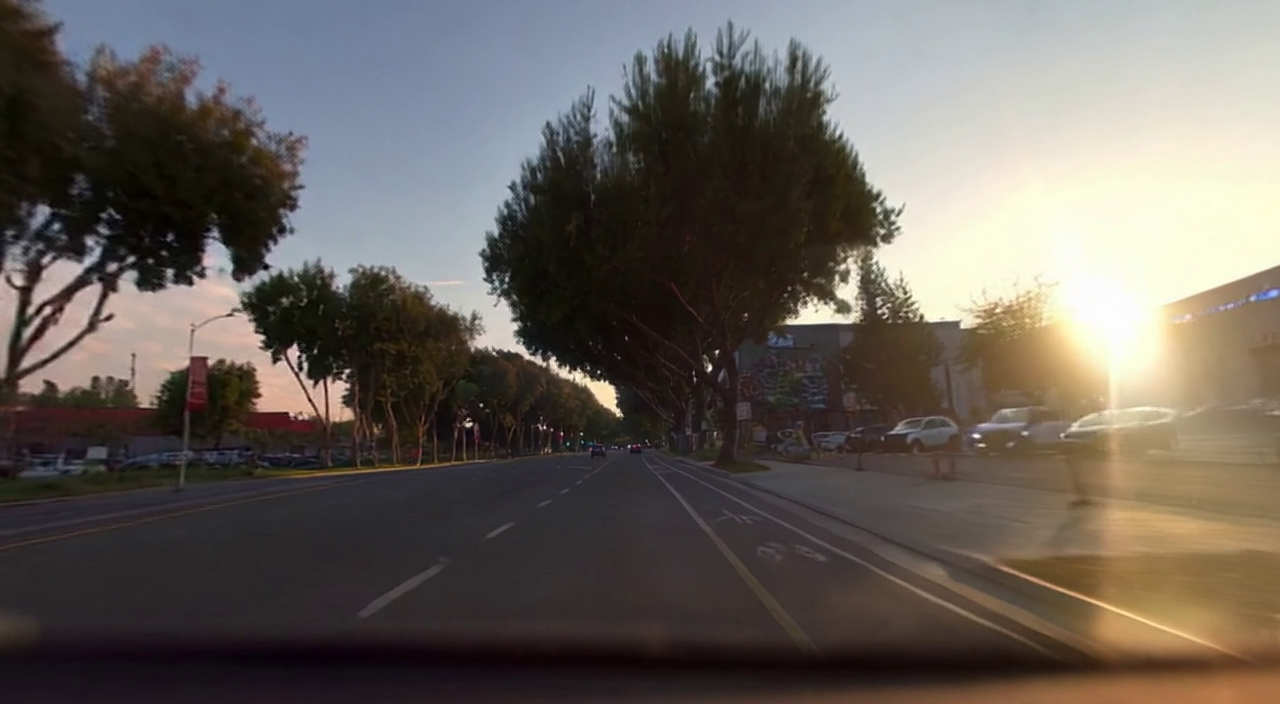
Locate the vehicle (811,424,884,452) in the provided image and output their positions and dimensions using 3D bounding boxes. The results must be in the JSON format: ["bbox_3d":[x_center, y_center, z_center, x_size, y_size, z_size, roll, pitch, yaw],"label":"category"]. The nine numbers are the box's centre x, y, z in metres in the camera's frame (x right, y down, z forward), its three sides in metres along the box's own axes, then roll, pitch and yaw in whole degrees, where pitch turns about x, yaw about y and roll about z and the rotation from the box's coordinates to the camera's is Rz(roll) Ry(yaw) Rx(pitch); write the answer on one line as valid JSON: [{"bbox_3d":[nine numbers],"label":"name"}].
[{"bbox_3d":[12.569,5.230,38.318,3.742,1.560,1.822,-1,-9,-2],"label":"vehicle"}]

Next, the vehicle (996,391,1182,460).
[{"bbox_3d":[11.931,1.986,16.911,3.618,1.433,1.661,-5,-7,-1],"label":"vehicle"}]

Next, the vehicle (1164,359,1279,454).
[{"bbox_3d":[12.749,1.108,12.028,3.982,1.652,1.747,1,-9,-5],"label":"vehicle"}]

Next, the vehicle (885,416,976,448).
[{"bbox_3d":[13.271,3.689,28.952,3.375,1.411,1.561,0,-9,0],"label":"vehicle"}]
